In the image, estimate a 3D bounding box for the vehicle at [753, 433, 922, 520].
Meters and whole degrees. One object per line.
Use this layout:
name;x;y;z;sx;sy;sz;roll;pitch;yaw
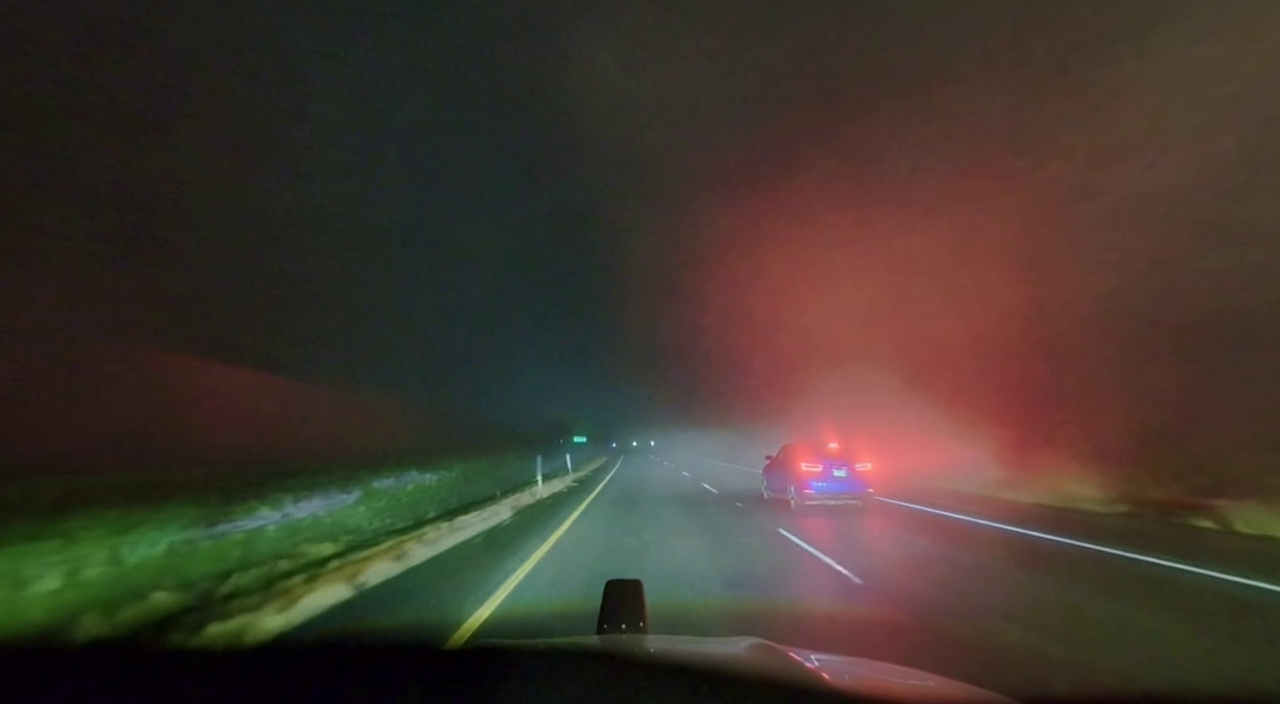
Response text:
vehicle;3.797;2.469;13.080;2.003;1.466;4.441;0;-8;-1
